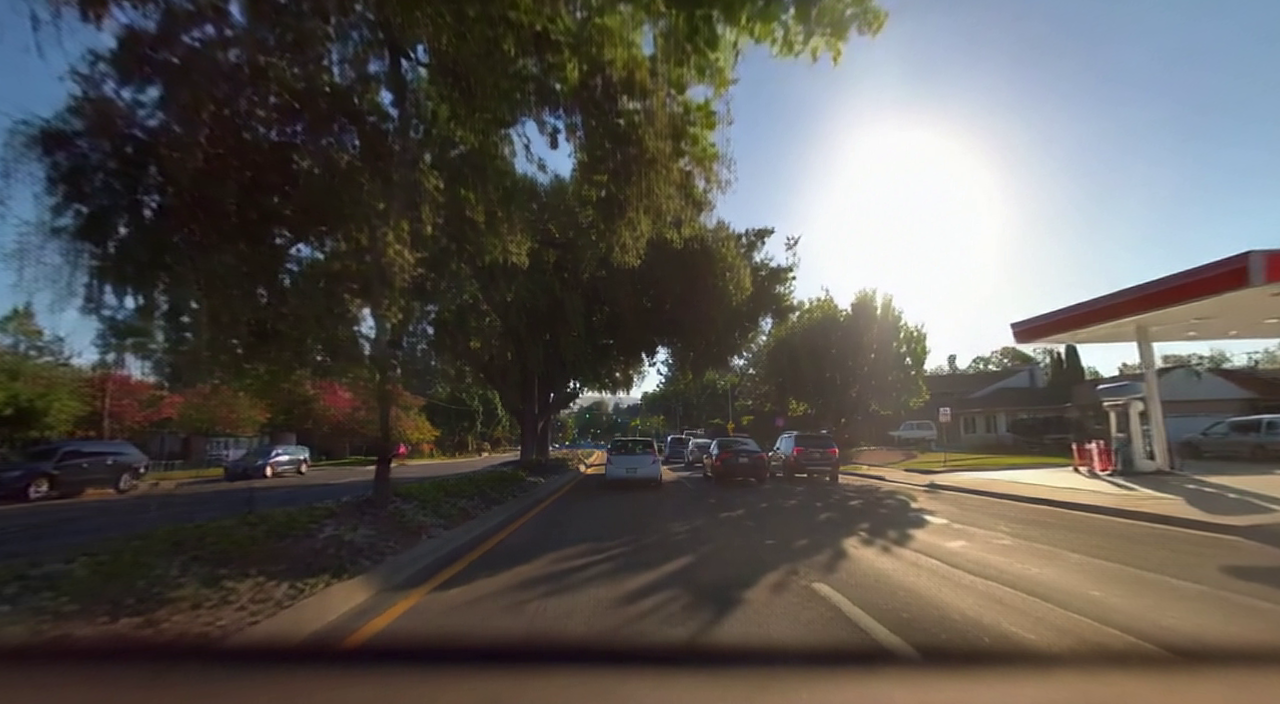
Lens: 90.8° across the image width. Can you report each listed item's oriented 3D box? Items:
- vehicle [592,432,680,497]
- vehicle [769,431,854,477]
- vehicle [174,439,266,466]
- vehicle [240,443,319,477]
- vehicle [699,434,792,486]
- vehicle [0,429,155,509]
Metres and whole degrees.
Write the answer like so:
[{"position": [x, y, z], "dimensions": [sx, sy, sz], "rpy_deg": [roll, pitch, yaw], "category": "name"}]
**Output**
[{"position": [-0.071, 2.897, 16.608], "dimensions": [2.052, 1.488, 3.779], "rpy_deg": [0, -8, 1], "category": "vehicle"}, {"position": [7.056, 4.262, 26.582], "dimensions": [2.117, 1.757, 4.969], "rpy_deg": [0, -8, -1], "category": "vehicle"}, {"position": [-28.216, 6.754, 42.520], "dimensions": [4.699, 1.775, 2.007], "rpy_deg": [0, -8, 1], "category": "vehicle"}, {"position": [-19.362, 5.812, 34.146], "dimensions": [1.903, 1.706, 3.994], "rpy_deg": [0, -8, 0], "category": "vehicle"}, {"position": [3.272, 3.473, 20.613], "dimensions": [2.124, 1.476, 4.730], "rpy_deg": [0, -8, -1], "category": "vehicle"}, {"position": [-18.988, 3.679, 20.663], "dimensions": [2.222, 2.141, 5.390], "rpy_deg": [-1, -6, -4], "category": "vehicle"}]
